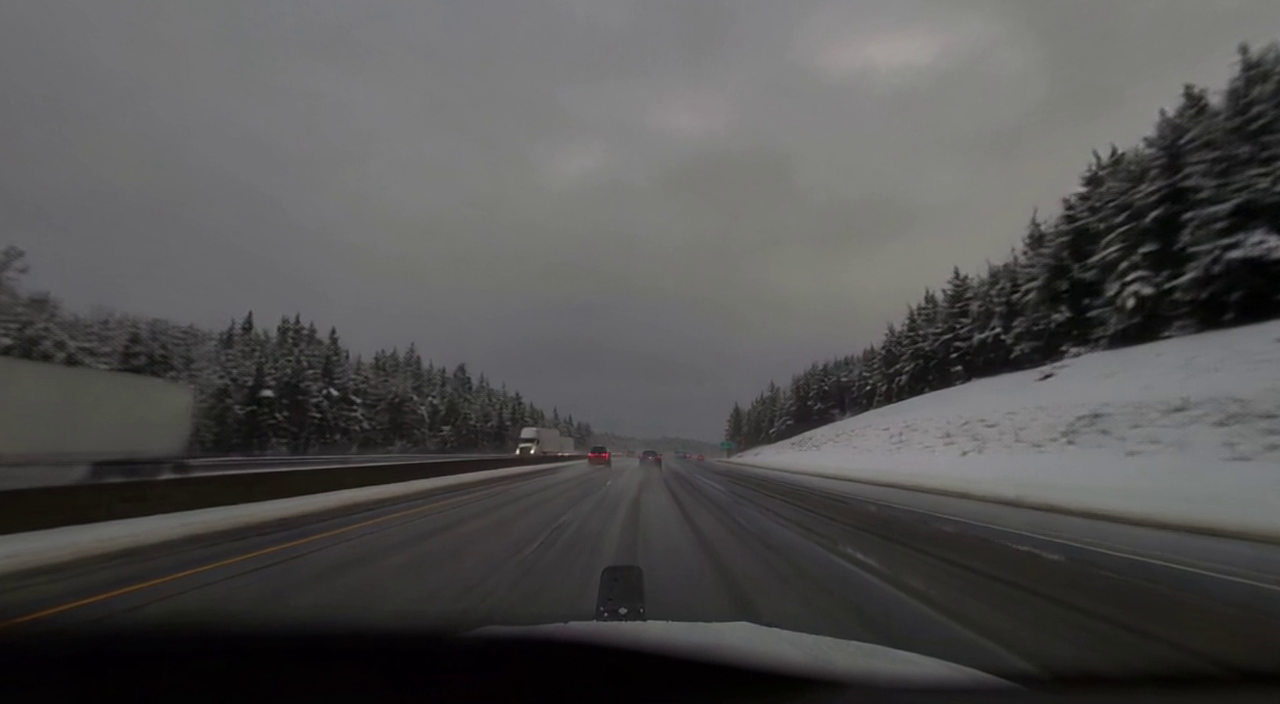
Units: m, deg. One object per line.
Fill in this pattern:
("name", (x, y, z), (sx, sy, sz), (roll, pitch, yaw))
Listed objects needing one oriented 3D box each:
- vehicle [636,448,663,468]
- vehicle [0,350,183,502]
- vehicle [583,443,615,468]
("vehicle", (0.705, 8.247, 49.183), (2.036, 1.519, 4.225), (0, -9, 1))
("vehicle", (-18.888, 1.923, 16.560), (2.878, 4.108, 14.364), (0, -9, 1))
("vehicle", (-3.095, 7.939, 48.424), (2.143, 1.770, 4.283), (0, -9, 1))
